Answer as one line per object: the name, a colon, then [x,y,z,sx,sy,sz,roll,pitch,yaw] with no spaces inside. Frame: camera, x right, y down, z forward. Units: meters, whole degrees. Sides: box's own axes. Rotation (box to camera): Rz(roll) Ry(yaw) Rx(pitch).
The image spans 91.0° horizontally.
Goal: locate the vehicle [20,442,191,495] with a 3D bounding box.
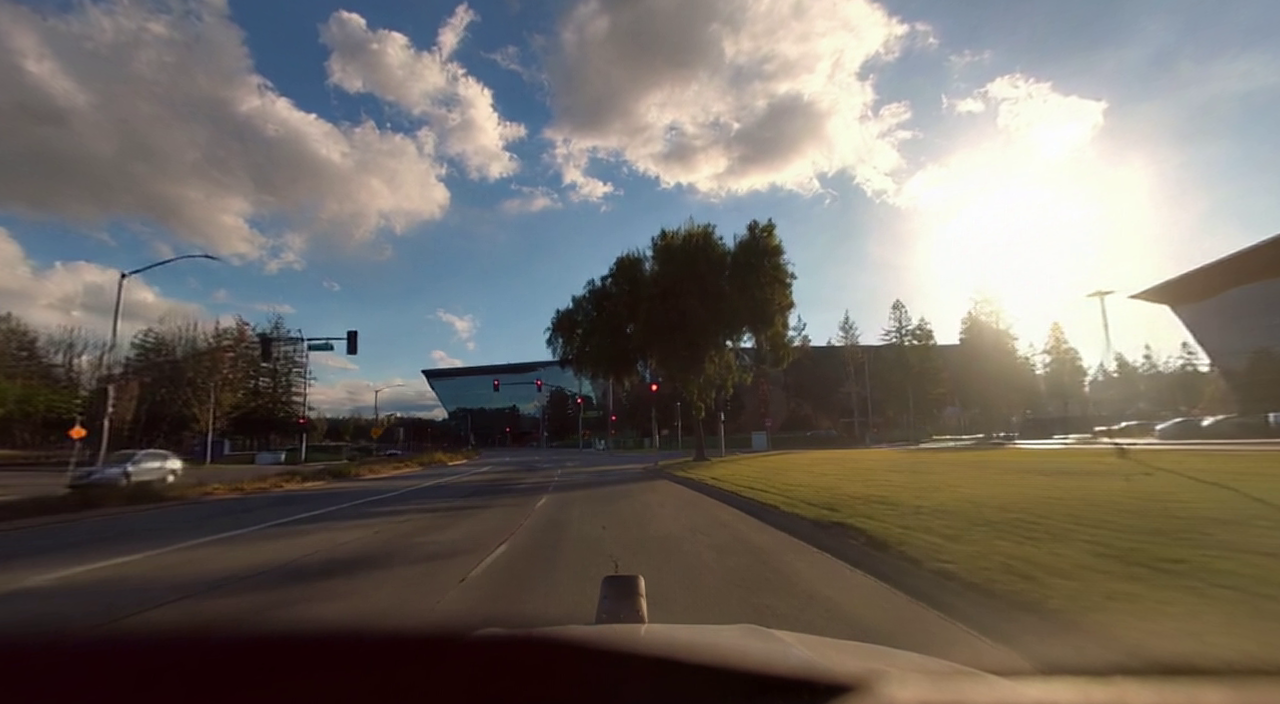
vehicle: [-17.769,3.868,21.306,1.870,1.594,4.447,0,-9,-1]
